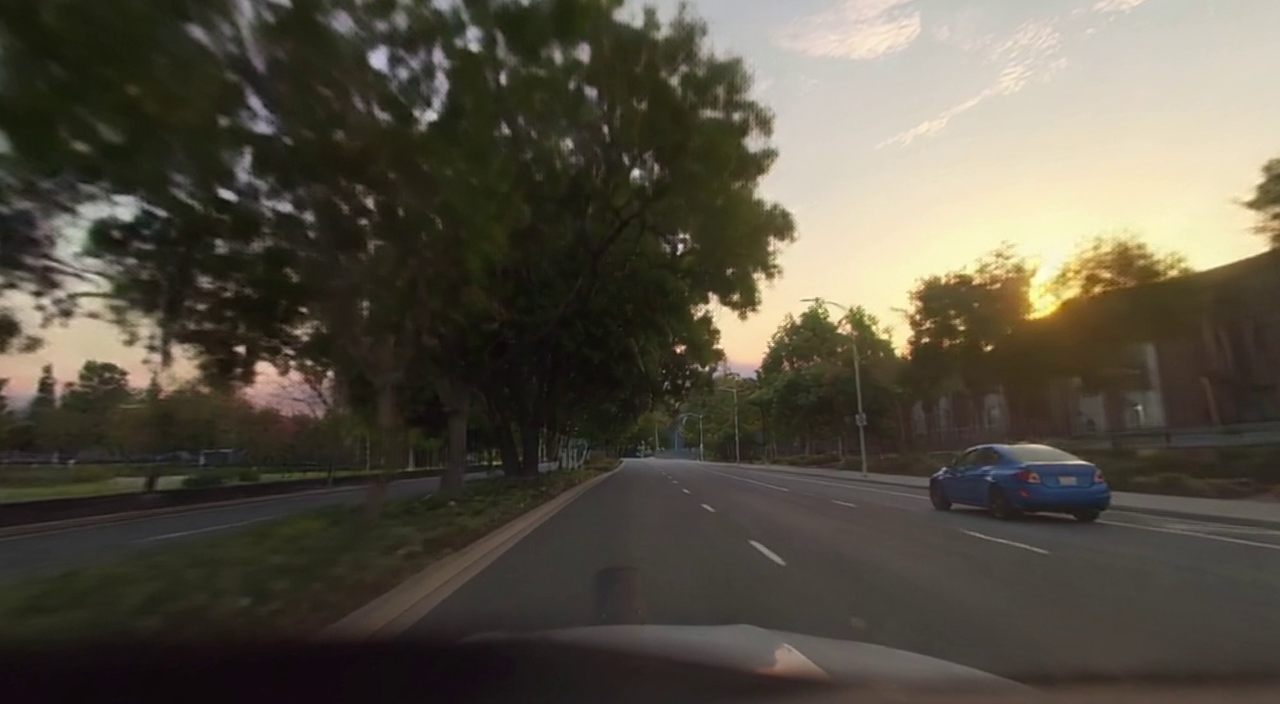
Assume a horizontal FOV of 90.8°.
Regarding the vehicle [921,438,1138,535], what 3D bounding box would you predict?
[{"bbox_3d":[7.057,2.433,11.941,1.797,1.518,3.433,0,-9,-1],"label":"vehicle"}]
